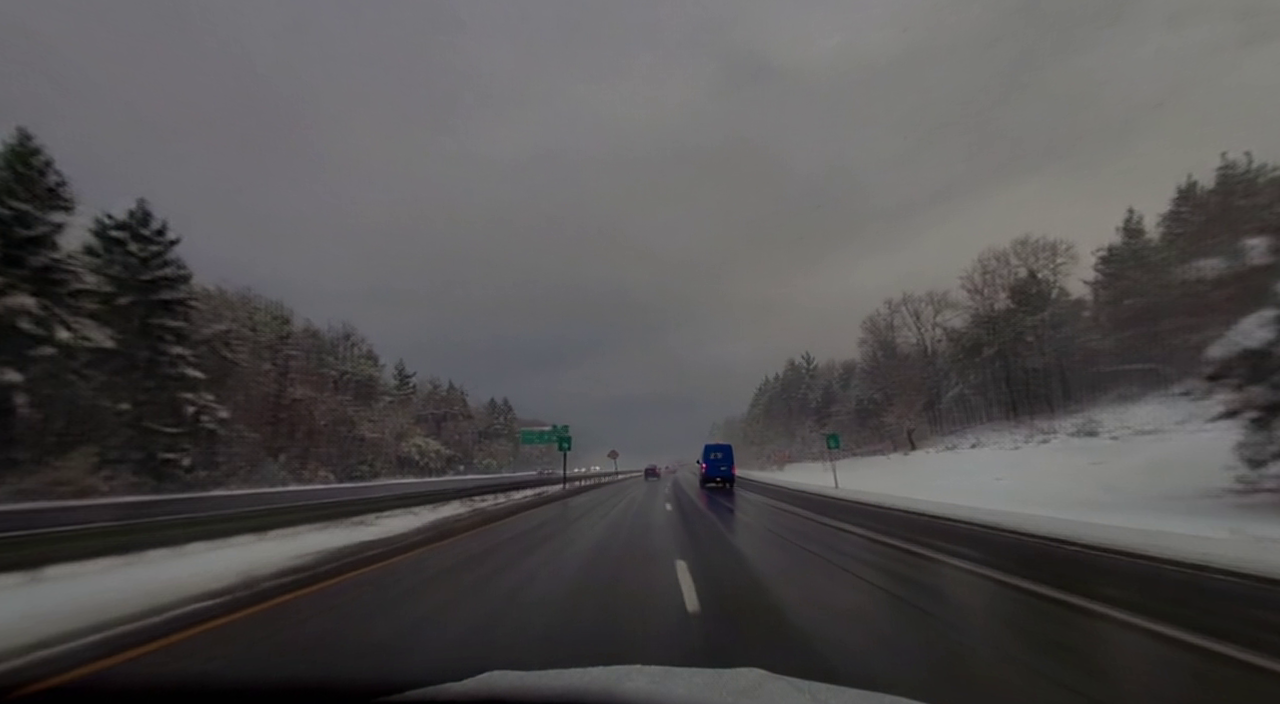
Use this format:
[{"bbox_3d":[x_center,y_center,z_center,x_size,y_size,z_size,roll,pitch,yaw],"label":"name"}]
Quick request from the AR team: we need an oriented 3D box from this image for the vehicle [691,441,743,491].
[{"bbox_3d":[4.278,6.571,36.180,2.366,2.595,5.793,0,-11,1],"label":"vehicle"}]
